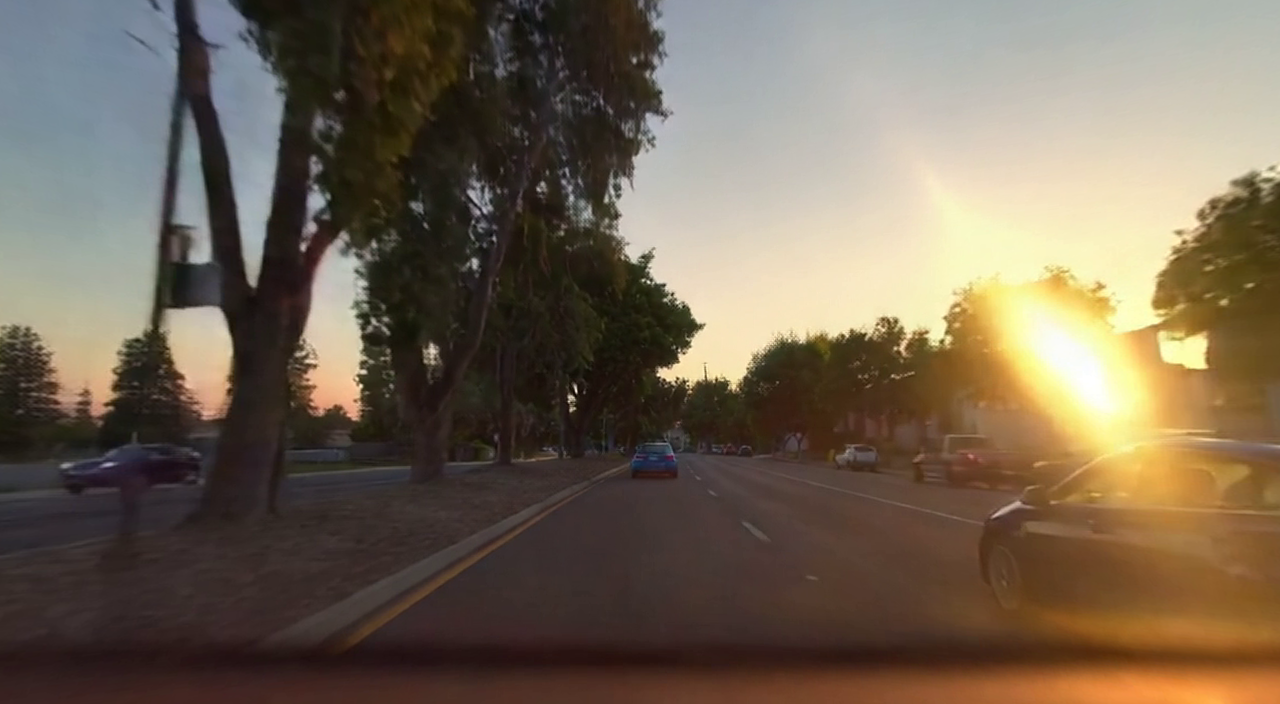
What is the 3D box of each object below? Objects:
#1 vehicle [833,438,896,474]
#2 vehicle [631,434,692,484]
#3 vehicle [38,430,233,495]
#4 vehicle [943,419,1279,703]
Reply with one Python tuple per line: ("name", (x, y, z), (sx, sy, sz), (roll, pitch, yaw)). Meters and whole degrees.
("vehicle", (12.335, 5.720, 35.073), (2.039, 1.826, 4.704), (-1, -9, 4))
("vehicle", (0.775, 4.019, 23.994), (2.085, 1.693, 4.301), (0, -9, 1))
("vehicle", (-15.520, 3.405, 19.917), (2.290, 1.758, 4.900), (0, -9, -4))
("vehicle", (3.823, 1.148, 3.714), (1.918, 1.418, 4.360), (0, -9, 0))
